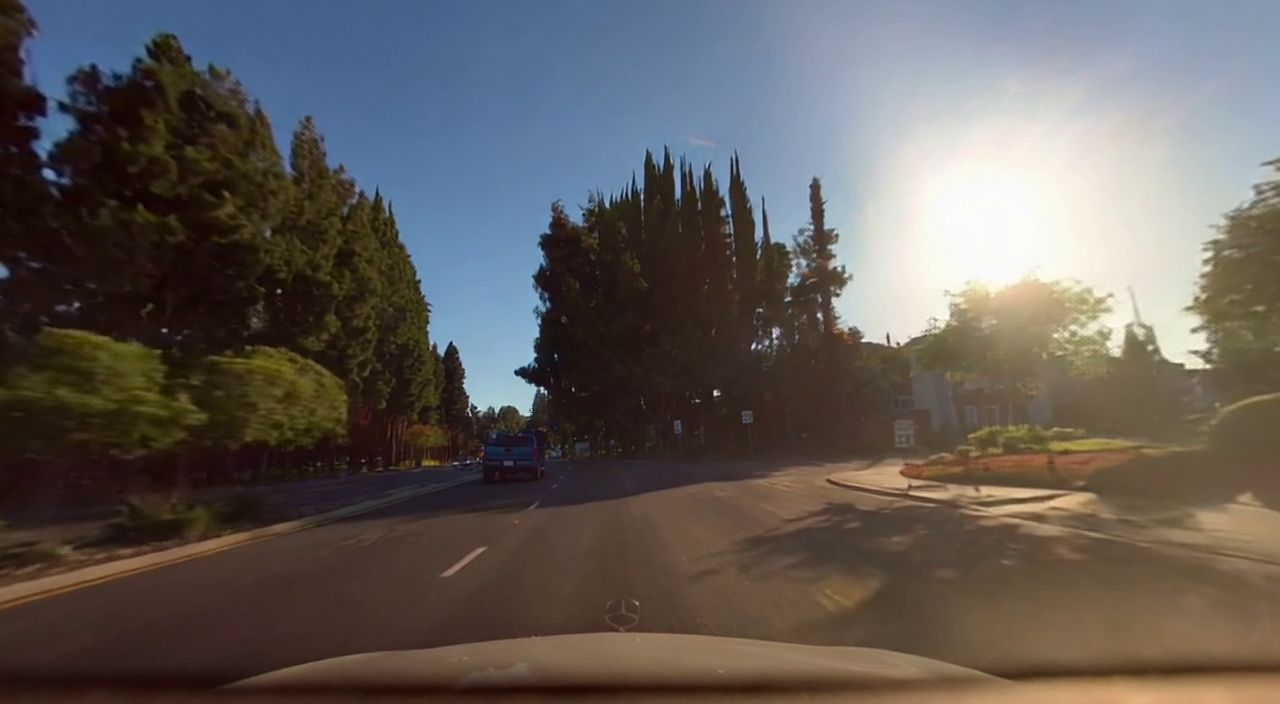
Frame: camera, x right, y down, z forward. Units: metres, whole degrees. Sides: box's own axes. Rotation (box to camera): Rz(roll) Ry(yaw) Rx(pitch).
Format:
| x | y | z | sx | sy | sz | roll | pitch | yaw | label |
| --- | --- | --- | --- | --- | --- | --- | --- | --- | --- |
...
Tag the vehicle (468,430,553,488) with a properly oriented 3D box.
| x | y | z | sx | sy | sz | roll | pitch | yaw | label |
| --- | --- | --- | --- | --- | --- | --- | --- | --- | --- |
| -4.664 | 4.001 | 23.932 | 2.267 | 1.849 | 6.402 | 0 | -9 | -4 | vehicle |
